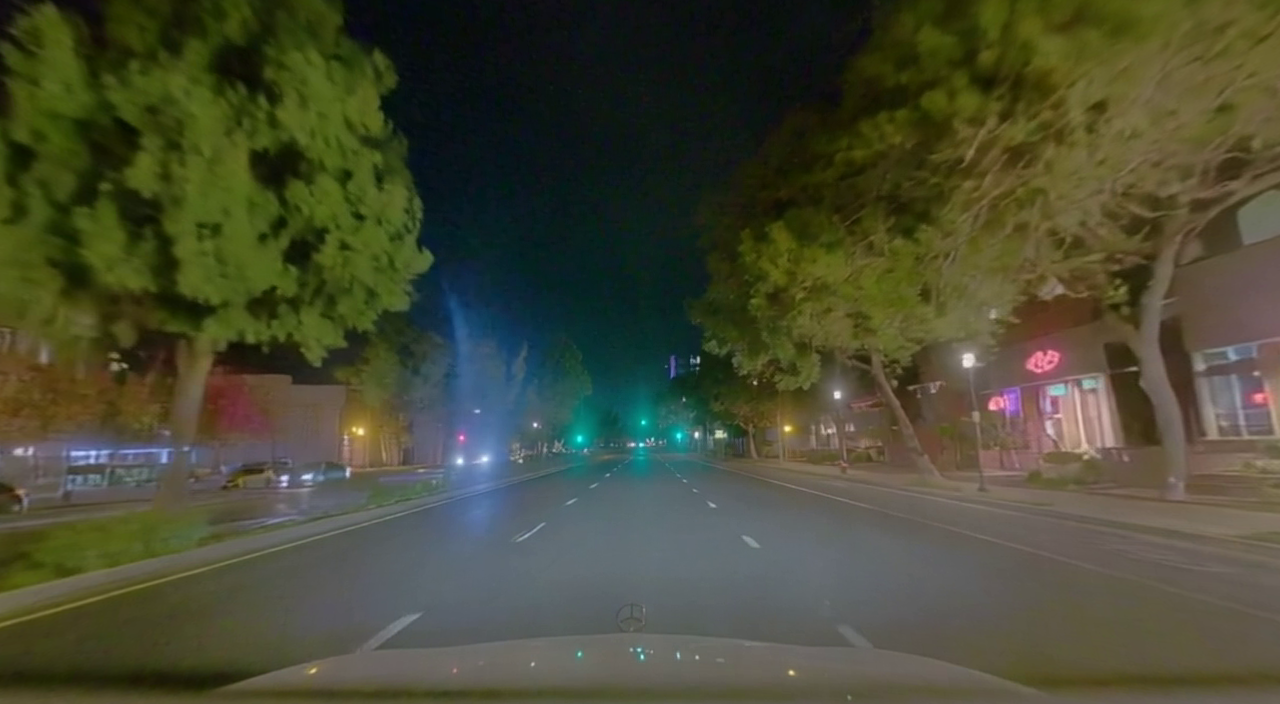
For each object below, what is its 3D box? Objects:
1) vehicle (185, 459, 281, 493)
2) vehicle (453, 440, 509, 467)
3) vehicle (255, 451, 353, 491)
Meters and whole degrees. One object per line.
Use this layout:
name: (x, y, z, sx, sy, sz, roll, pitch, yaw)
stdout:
vehicle: (-21.684, 6.571, 33.820, 1.881, 1.537, 4.611, -3, -9, 3)
vehicle: (-11.654, 7.472, 46.671, 2.401, 1.892, 5.928, -1, -8, 2)
vehicle: (-14.344, 5.075, 27.239, 1.829, 1.505, 4.275, 0, -8, 1)
